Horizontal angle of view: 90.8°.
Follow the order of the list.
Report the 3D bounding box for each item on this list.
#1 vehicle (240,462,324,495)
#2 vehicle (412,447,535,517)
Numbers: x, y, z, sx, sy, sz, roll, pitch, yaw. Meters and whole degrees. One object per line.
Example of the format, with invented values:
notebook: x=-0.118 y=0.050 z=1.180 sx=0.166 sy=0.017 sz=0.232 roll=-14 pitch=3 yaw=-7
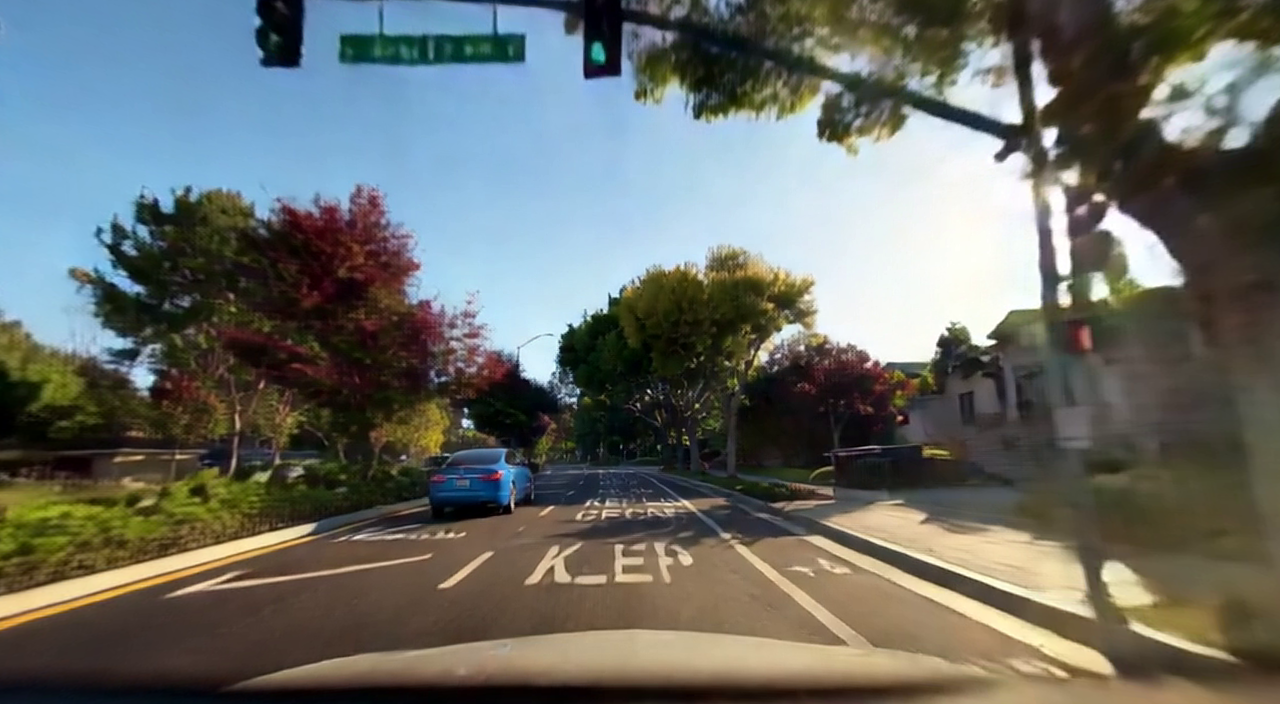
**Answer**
vehicle: x=-18.332 y=6.462 z=32.628 sx=1.874 sy=1.494 sz=4.395 roll=0 pitch=-9 yaw=-2
vehicle: x=-4.044 y=3.220 z=16.230 sx=1.980 sy=1.508 sz=4.502 roll=0 pitch=-9 yaw=-1
